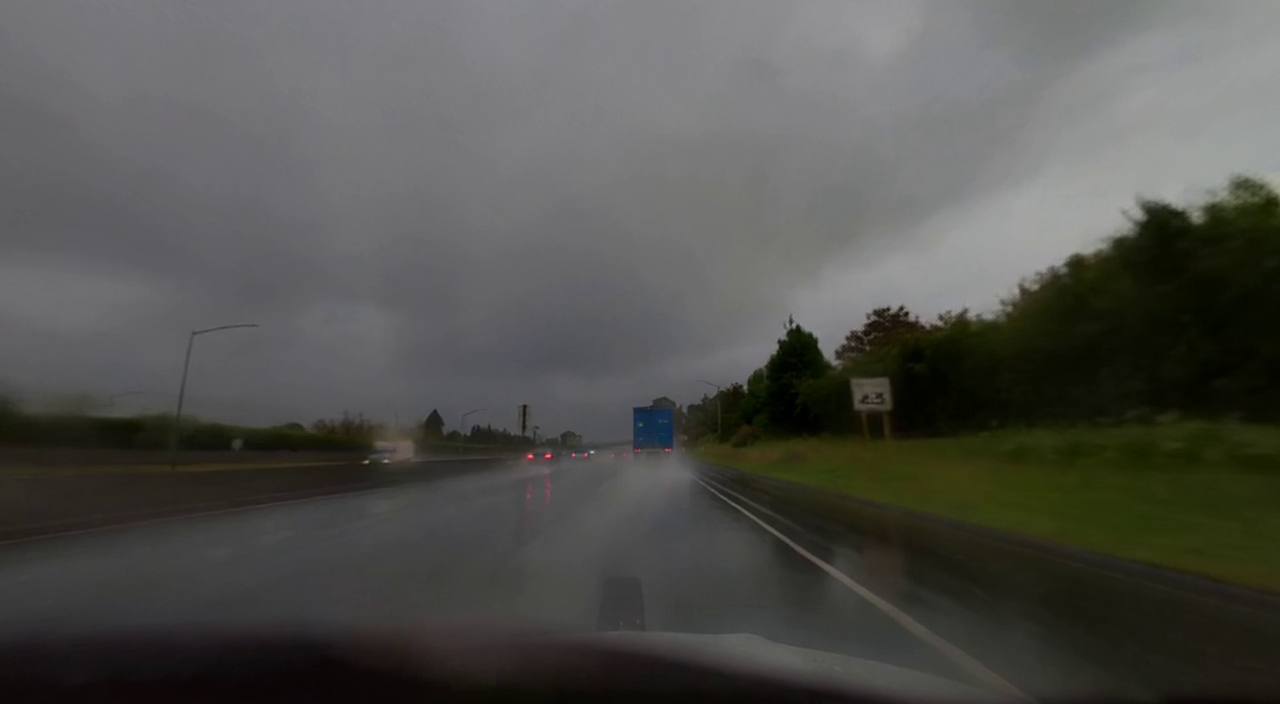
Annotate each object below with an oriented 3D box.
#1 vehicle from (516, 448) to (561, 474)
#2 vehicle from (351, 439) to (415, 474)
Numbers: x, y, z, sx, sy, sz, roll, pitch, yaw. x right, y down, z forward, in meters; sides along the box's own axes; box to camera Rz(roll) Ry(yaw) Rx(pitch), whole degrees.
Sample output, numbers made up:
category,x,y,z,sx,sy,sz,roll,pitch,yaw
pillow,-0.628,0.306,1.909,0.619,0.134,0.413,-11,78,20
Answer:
category,x,y,z,sx,sy,sz,roll,pitch,yaw
vehicle,-6.428,6.946,40.399,2.017,1.517,4.766,0,-9,1
vehicle,-19.889,8.112,49.102,2.292,2.558,5.893,0,-9,2
